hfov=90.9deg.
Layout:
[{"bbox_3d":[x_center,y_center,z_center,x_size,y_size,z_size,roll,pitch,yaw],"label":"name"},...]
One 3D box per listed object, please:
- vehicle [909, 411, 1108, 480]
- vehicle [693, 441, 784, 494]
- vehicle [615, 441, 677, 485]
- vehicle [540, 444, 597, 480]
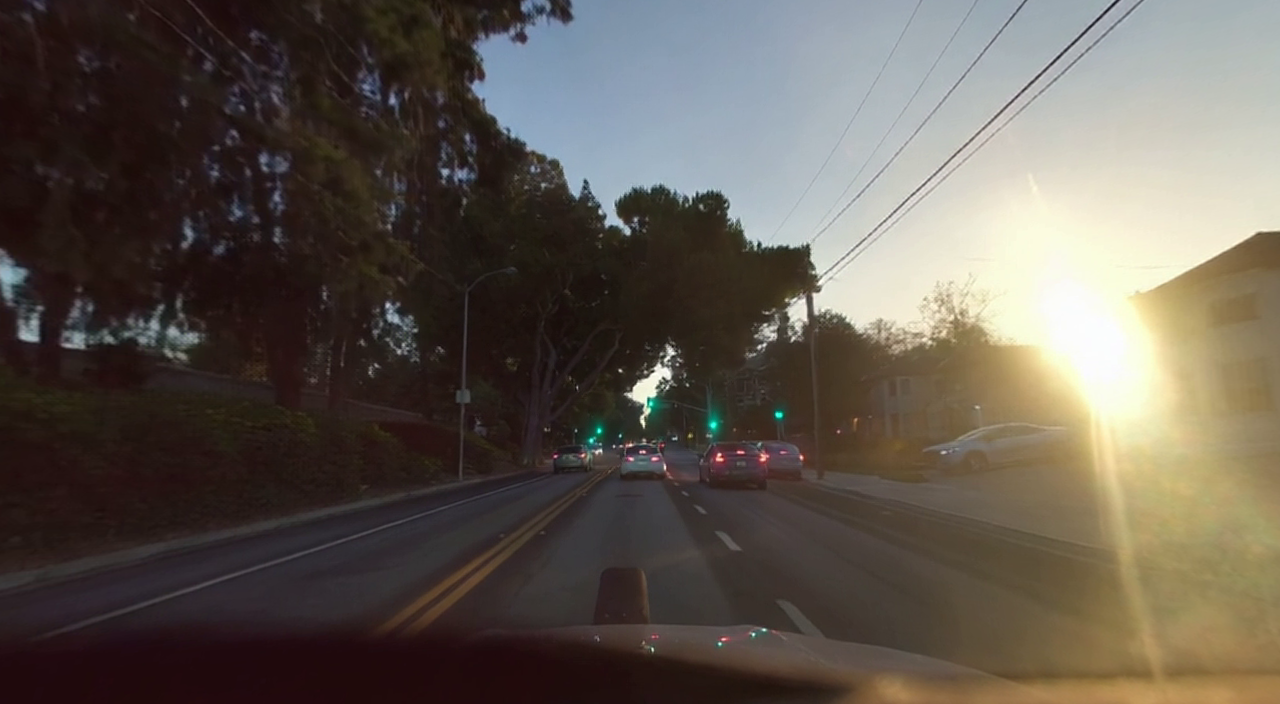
[{"bbox_3d":[13.802,3.527,23.944,5.929,1.970,2.381,-5,-8,-2],"label":"vehicle"},{"bbox_3d":[2.992,3.622,20.273,2.158,1.483,4.415,0,-8,-1],"label":"vehicle"},{"bbox_3d":[0.186,4.070,23.461,2.101,1.467,4.210,0,-8,0],"label":"vehicle"},{"bbox_3d":[-3.146,4.923,28.633,2.012,1.505,4.205,0,-8,2],"label":"vehicle"}]
